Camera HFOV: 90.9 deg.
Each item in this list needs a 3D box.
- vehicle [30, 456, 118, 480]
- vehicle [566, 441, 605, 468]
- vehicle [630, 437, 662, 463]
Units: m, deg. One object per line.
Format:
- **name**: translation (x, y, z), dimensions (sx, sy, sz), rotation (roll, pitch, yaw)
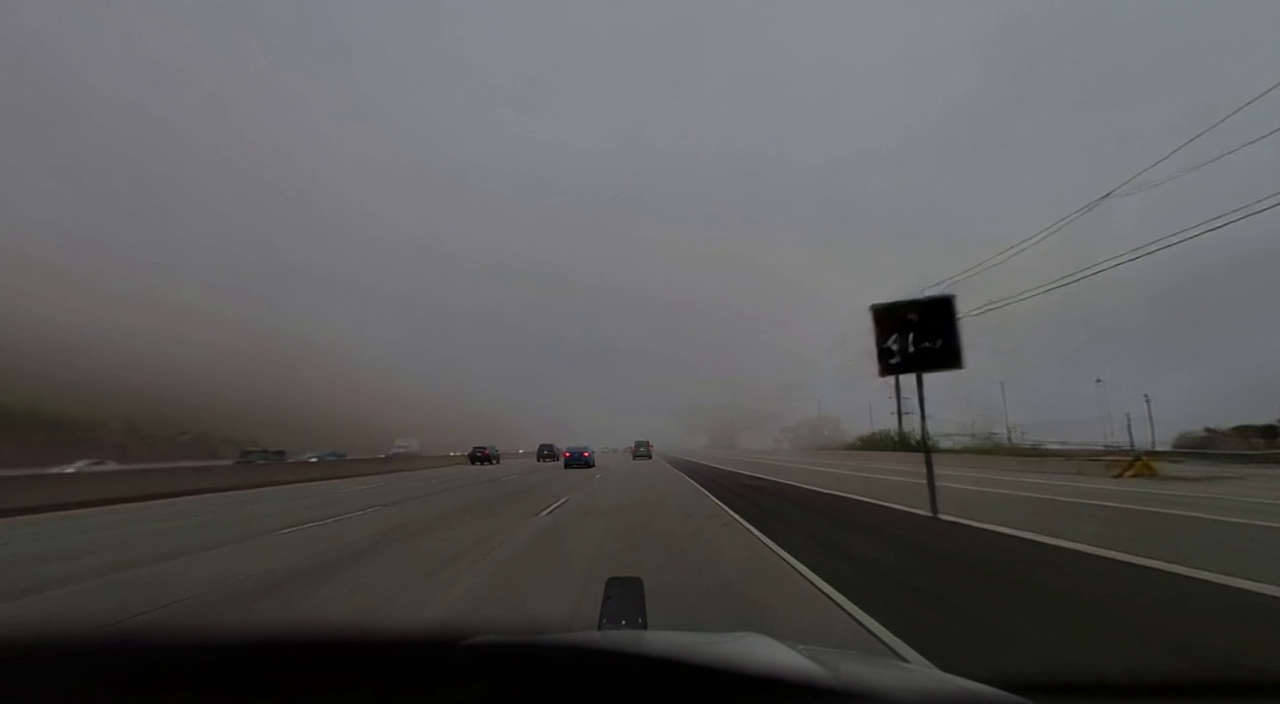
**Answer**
- **vehicle**: translation (-39.536, 8.086, 44.184), dimensions (1.894, 1.475, 4.624), rotation (0, -8, 0)
- **vehicle**: translation (-3.328, 6.368, 39.417), dimensions (1.967, 1.517, 4.808), rotation (0, -8, 1)
- **vehicle**: translation (0.375, 7.130, 45.919), dimensions (2.194, 1.737, 4.127), rotation (0, -8, -1)
